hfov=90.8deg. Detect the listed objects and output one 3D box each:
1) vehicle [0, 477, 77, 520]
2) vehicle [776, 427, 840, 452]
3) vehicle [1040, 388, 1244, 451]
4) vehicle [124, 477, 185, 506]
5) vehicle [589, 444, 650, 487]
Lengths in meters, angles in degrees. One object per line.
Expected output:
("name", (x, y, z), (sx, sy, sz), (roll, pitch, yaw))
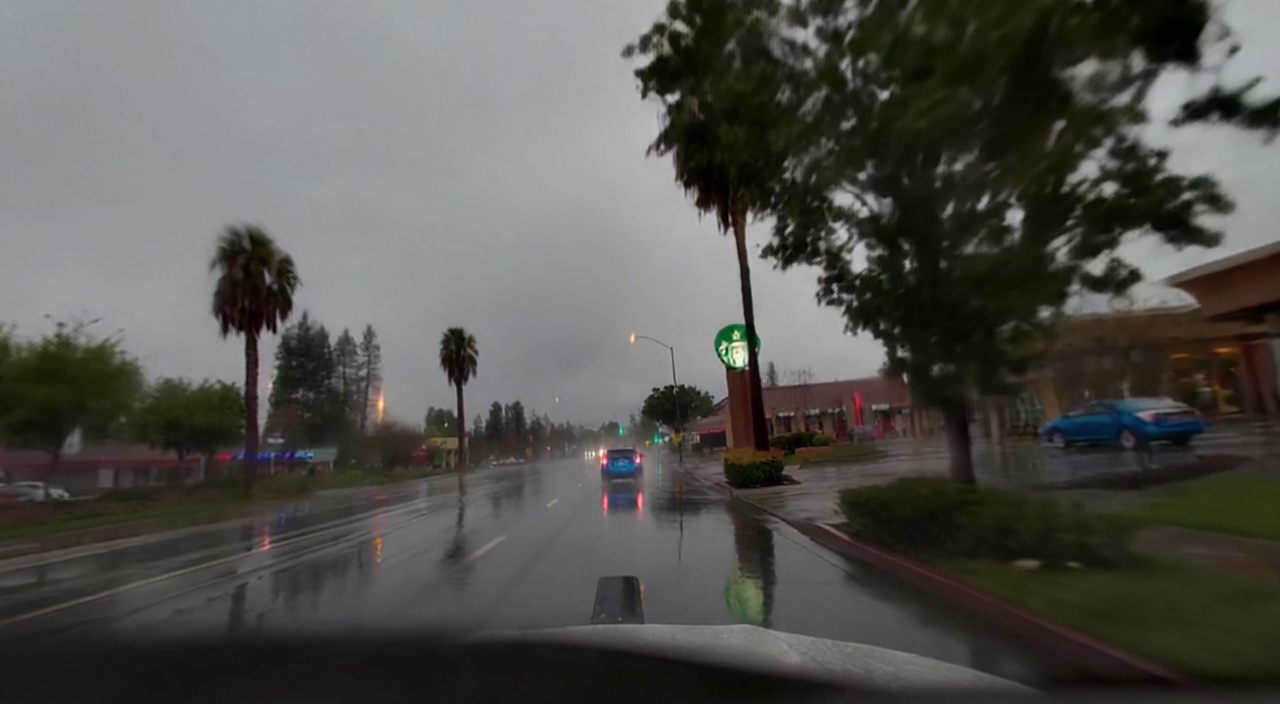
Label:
("vehicle", (-30.292, 7.013, 30.284), (2.092, 1.719, 4.868), (0, -8, 0))
("vehicle", (12.516, 6.629, 47.395), (1.873, 1.657, 4.557), (6, -12, -31))
("vehicle", (13.332, 1.935, 17.243), (1.827, 1.497, 4.468), (0, -8, -1))
("vehicle", (-31.668, 9.049, 41.296), (1.791, 1.511, 4.030), (2, -9, -17))
("vehicle", (-0.767, 4.325, 24.489), (2.156, 1.462, 4.495), (0, -8, -1))
